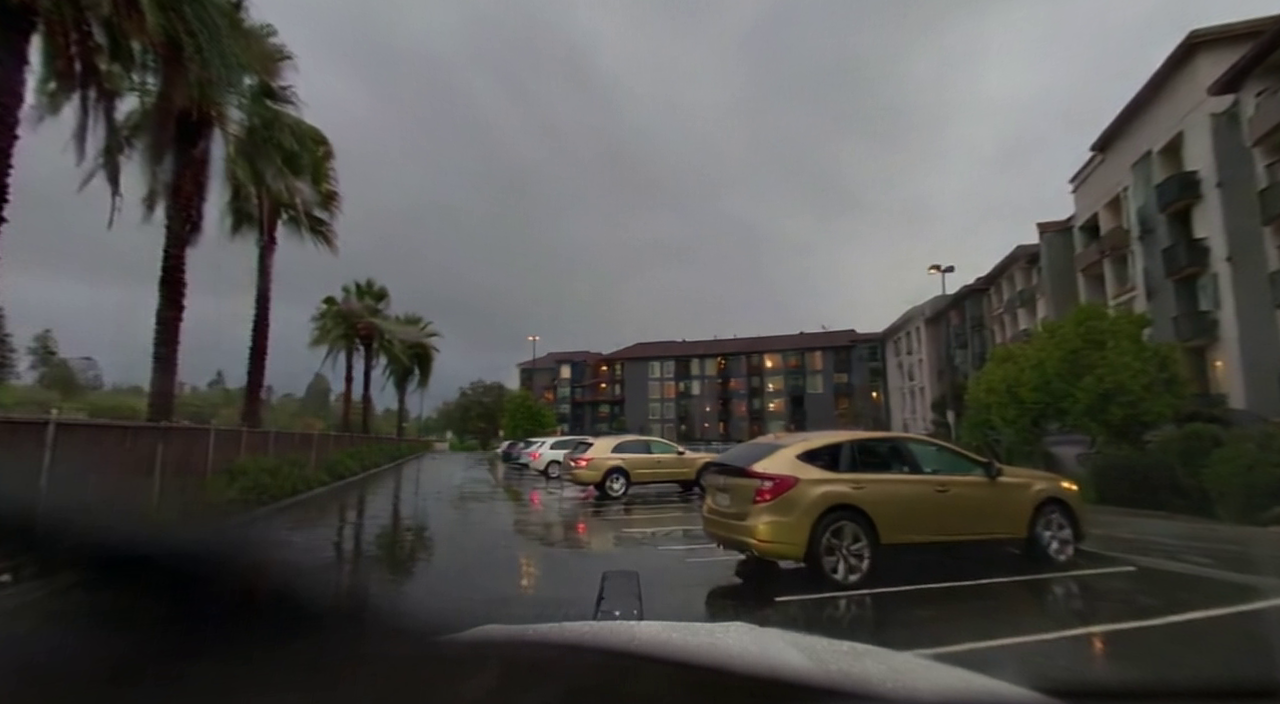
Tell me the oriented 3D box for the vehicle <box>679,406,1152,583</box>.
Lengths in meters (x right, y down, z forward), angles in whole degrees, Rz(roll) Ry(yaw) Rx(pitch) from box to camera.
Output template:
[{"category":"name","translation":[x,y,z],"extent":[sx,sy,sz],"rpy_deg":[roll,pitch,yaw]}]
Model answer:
[{"category":"vehicle","translation":[3.031,1.646,7.171],"extent":[4.803,1.520,1.894],"rpy_deg":[6,-14,-19]}]

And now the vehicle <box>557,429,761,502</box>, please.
[{"category":"vehicle","translation":[0.527,3.166,17.954],"extent":[5.381,1.826,2.047],"rpy_deg":[3,-9,-19]}]
